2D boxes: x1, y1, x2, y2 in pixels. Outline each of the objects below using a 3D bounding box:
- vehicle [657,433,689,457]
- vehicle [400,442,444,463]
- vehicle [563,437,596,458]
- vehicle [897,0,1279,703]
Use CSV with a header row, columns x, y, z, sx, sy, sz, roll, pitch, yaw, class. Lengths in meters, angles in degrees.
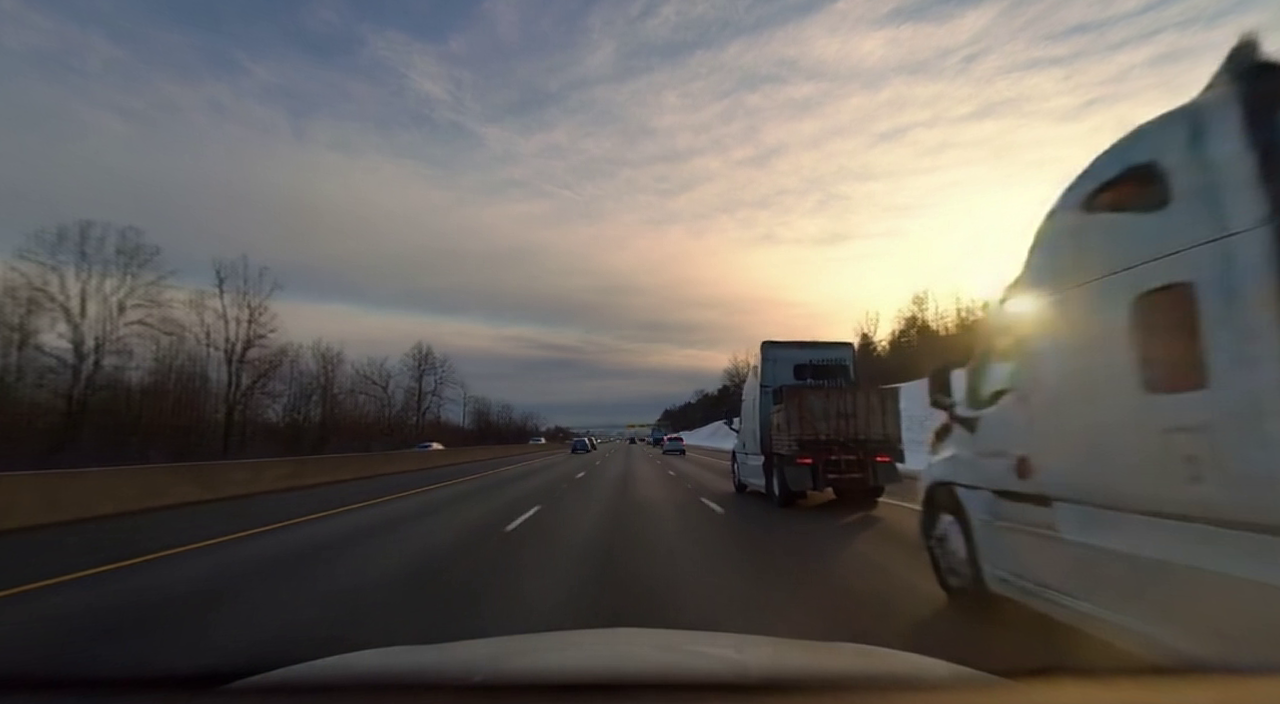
x,y,z,sx,sy,sz,roll,pitch,yaw,class
2.440,7.005,47.485,2.124,1.696,4.173,0,-8,-2,vehicle
-16.436,7.580,47.591,1.812,1.489,4.112,0,-8,0,vehicle
-4.422,6.986,46.309,2.017,1.484,4.088,0,-8,0,vehicle
4.172,-0.400,2.036,2.906,3.999,8.621,0,-8,0,vehicle
